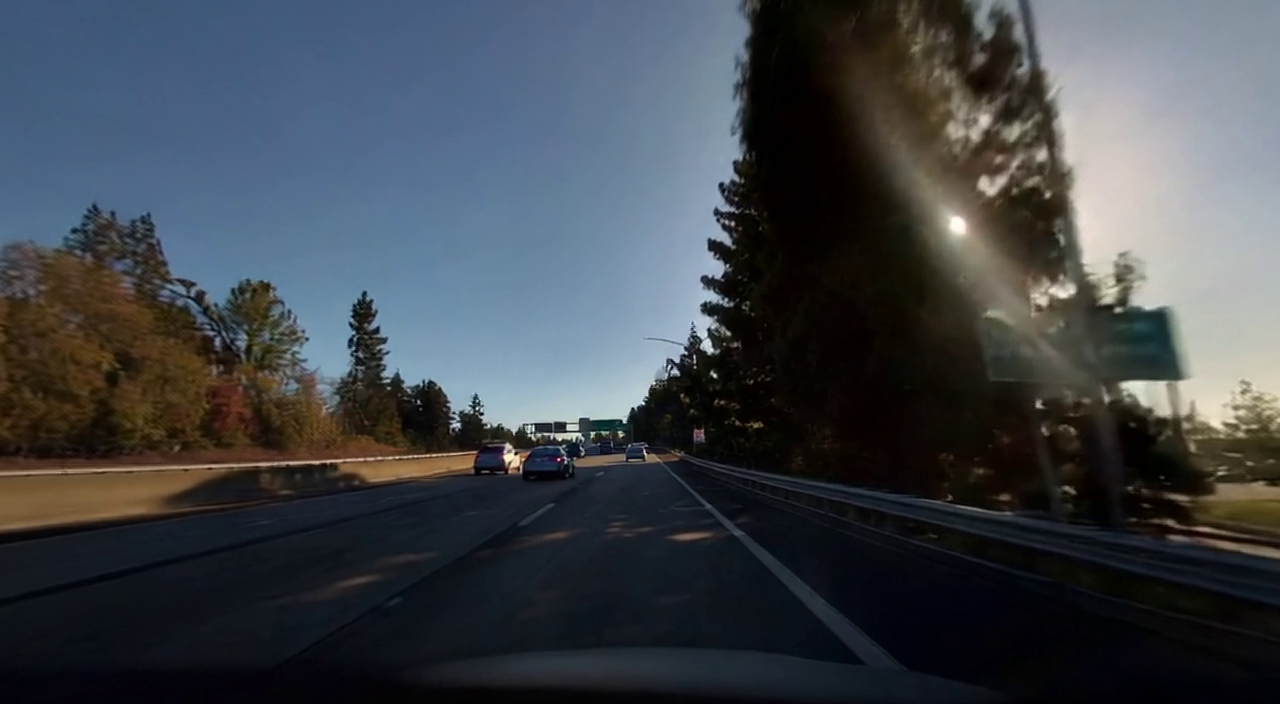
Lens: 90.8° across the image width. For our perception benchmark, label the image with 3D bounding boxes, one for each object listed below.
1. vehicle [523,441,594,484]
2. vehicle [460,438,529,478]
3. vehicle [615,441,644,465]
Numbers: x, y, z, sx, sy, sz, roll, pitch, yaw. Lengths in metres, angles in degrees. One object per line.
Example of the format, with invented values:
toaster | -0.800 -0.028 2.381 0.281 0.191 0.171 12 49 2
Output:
vehicle | -3.201 4.465 25.834 2.102 1.562 4.884 -1 -9 2
vehicle | -6.962 5.111 30.707 2.091 1.795 4.617 -1 -9 2
vehicle | -0.772 7.764 48.791 2.179 1.742 4.396 0 -9 0
